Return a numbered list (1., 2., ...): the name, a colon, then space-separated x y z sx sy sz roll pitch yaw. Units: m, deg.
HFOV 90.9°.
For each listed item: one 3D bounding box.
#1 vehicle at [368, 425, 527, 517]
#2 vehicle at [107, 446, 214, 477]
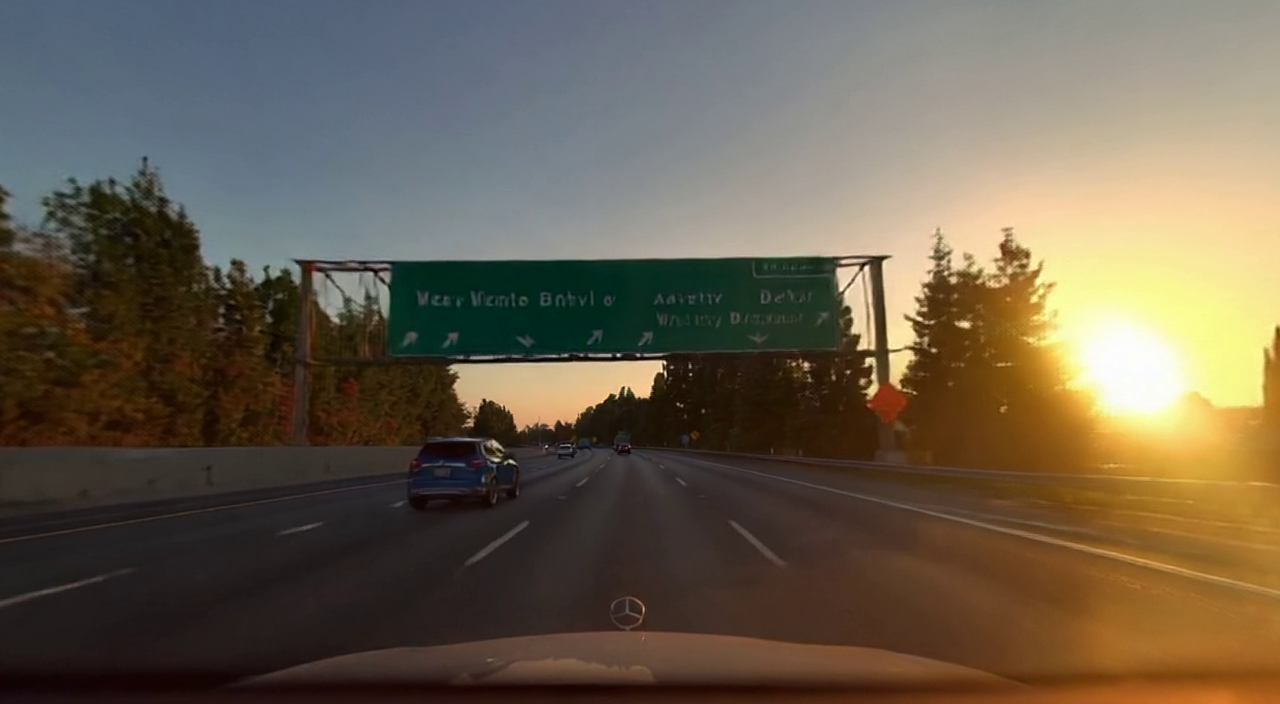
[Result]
1. vehicle: -4.068 2.585 14.284 2.162 1.724 4.537 0 -8 0
2. vehicle: -25.538 5.842 33.859 2.031 1.489 4.795 0 -8 -1
